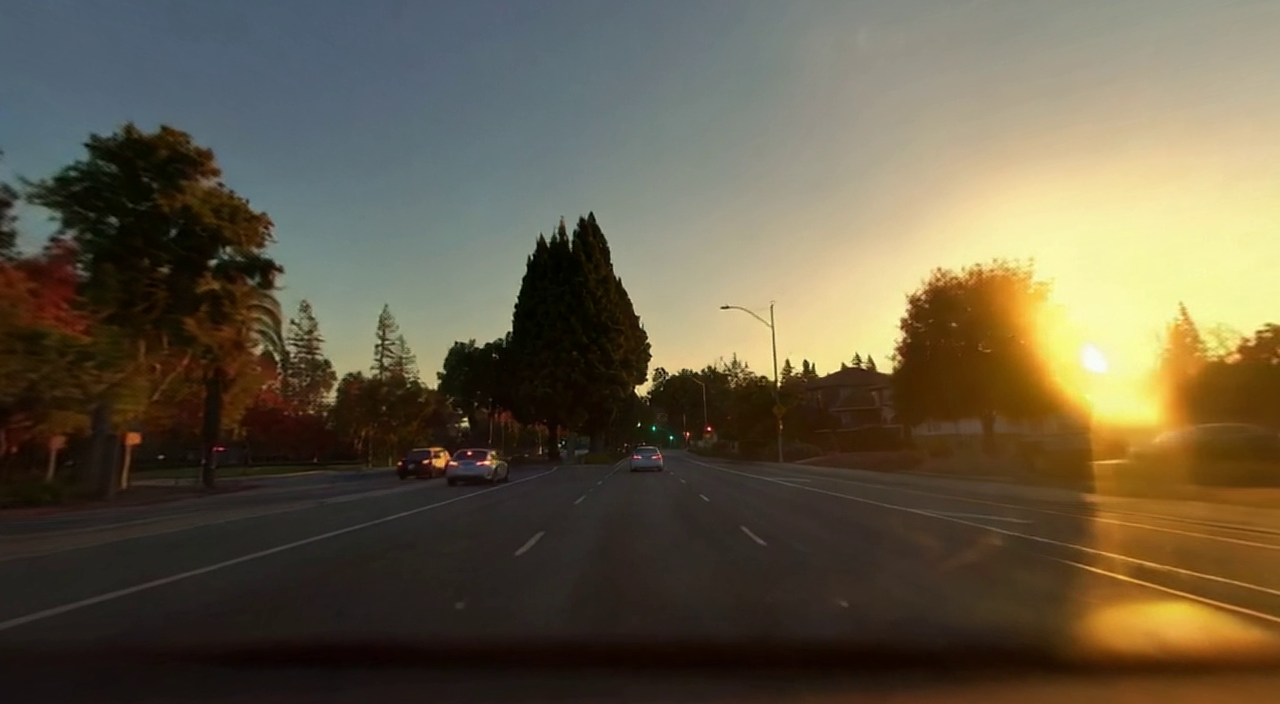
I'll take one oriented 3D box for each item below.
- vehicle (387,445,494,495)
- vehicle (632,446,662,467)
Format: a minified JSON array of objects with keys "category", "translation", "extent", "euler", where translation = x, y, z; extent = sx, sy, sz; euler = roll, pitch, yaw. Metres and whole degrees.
[{"category":"vehicle","translation":[-6.483,3.875,21.047],"extent":[2.014,1.472,4.357],"euler":[0,-9,2]},{"category":"vehicle","translation":[0.511,7.666,46.356],"extent":[2.106,1.517,4.375],"euler":[0,-9,0]}]
